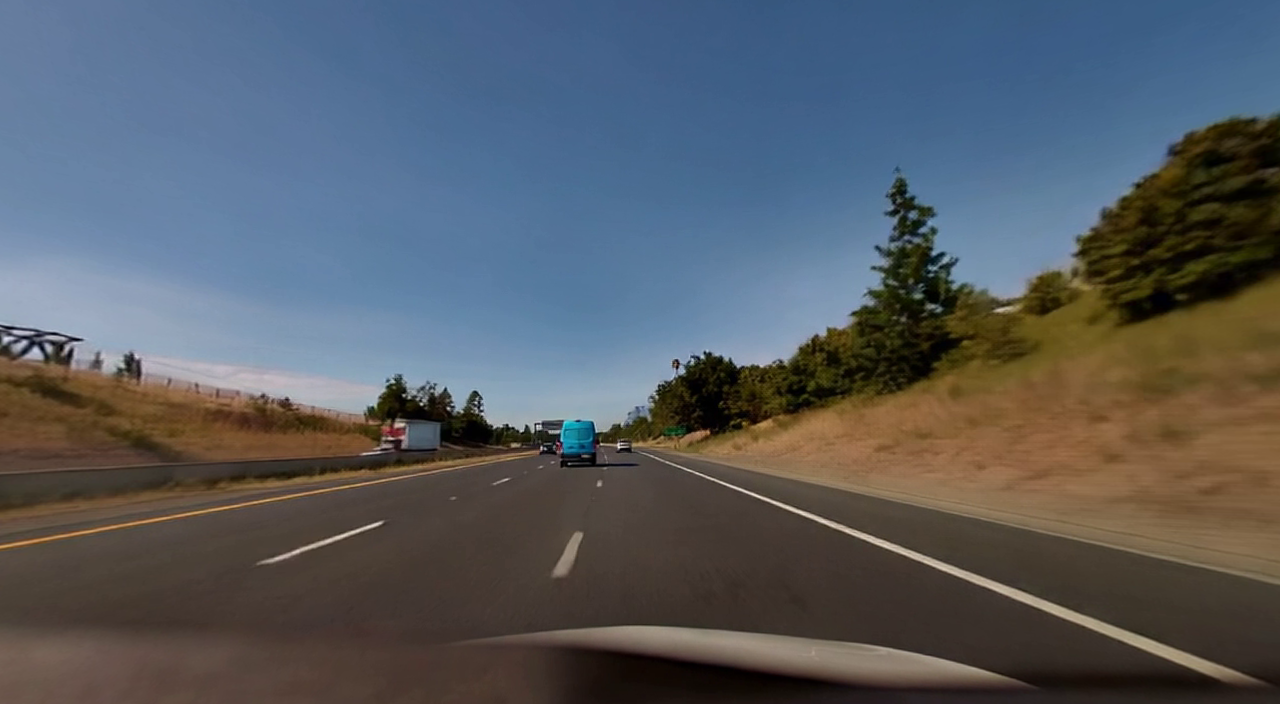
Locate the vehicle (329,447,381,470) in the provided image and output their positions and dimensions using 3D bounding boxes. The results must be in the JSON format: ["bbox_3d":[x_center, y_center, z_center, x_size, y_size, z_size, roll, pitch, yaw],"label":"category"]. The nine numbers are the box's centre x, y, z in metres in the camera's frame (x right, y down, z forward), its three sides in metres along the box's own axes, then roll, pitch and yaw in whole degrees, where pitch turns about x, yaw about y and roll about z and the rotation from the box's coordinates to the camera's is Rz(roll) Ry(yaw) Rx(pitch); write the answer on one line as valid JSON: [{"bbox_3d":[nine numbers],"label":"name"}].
[{"bbox_3d":[-20.023,7.450,44.354,1.775,1.489,4.267,0,-8,-2],"label":"vehicle"}]

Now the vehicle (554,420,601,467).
[{"bbox_3d":[-3.527,5.288,36.318,2.329,2.483,5.428,0,-8,-2],"label":"vehicle"}]
